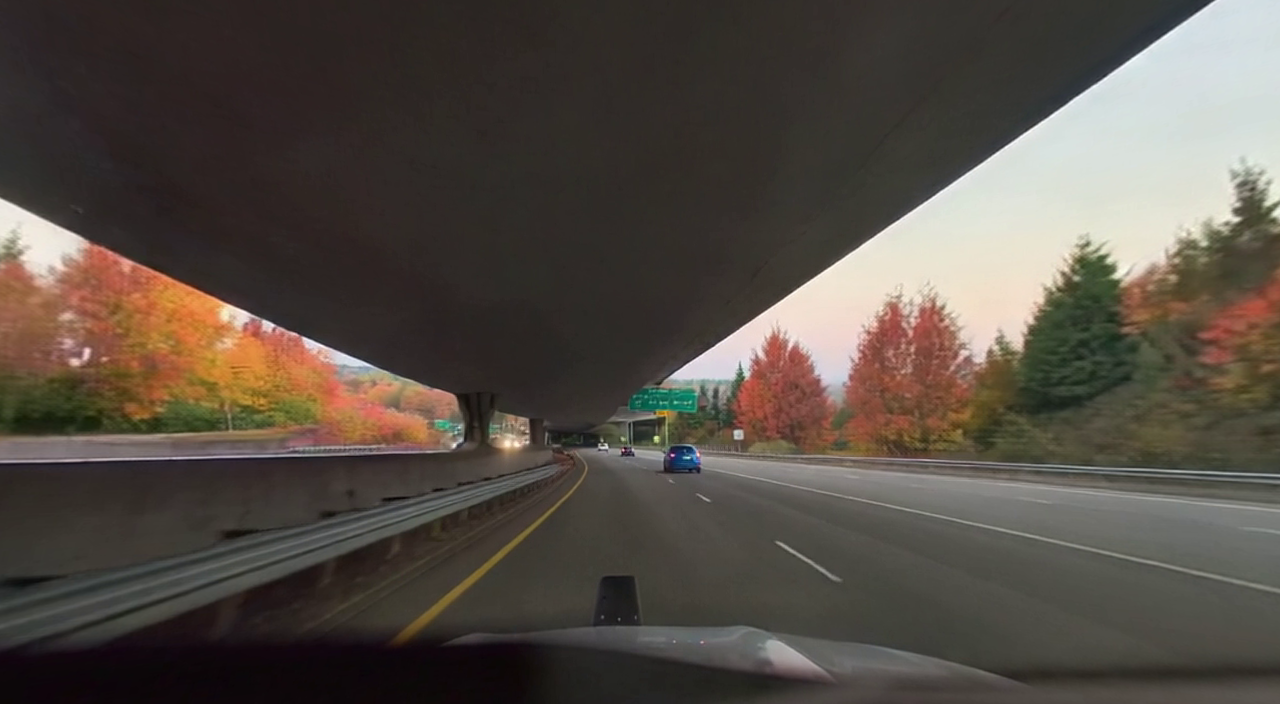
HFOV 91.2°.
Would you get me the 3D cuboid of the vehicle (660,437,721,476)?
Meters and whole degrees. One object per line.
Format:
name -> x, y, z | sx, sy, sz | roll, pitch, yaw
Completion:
vehicle -> 2.234, 4.804, 28.935 | 2.337, 1.633, 4.222 | 0, -9, -2
